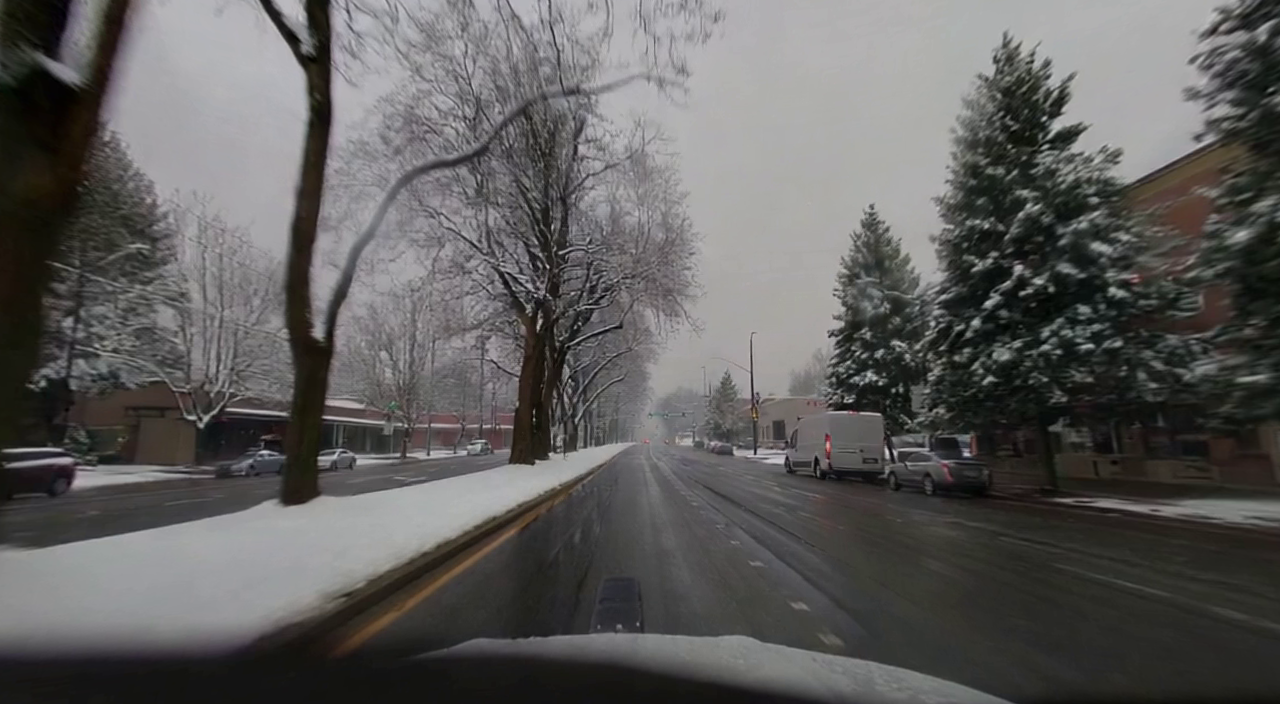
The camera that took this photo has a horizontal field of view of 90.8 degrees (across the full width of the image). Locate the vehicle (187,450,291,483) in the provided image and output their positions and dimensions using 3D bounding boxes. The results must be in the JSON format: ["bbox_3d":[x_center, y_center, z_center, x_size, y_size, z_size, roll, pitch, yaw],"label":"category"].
[{"bbox_3d":[-19.593,5.580,31.149,1.975,1.484,4.820,0,-9,0],"label":"vehicle"}]

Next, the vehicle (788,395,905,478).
[{"bbox_3d":[9.526,4.153,30.367,2.684,3.381,8.336,0,-9,-1],"label":"vehicle"}]

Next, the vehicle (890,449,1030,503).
[{"bbox_3d":[9.666,3.751,19.634,1.827,1.414,4.879,0,-9,0],"label":"vehicle"}]

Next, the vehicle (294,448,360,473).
[{"bbox_3d":[-19.656,6.819,39.862,1.813,1.465,4.454,0,-9,1],"label":"vehicle"}]
